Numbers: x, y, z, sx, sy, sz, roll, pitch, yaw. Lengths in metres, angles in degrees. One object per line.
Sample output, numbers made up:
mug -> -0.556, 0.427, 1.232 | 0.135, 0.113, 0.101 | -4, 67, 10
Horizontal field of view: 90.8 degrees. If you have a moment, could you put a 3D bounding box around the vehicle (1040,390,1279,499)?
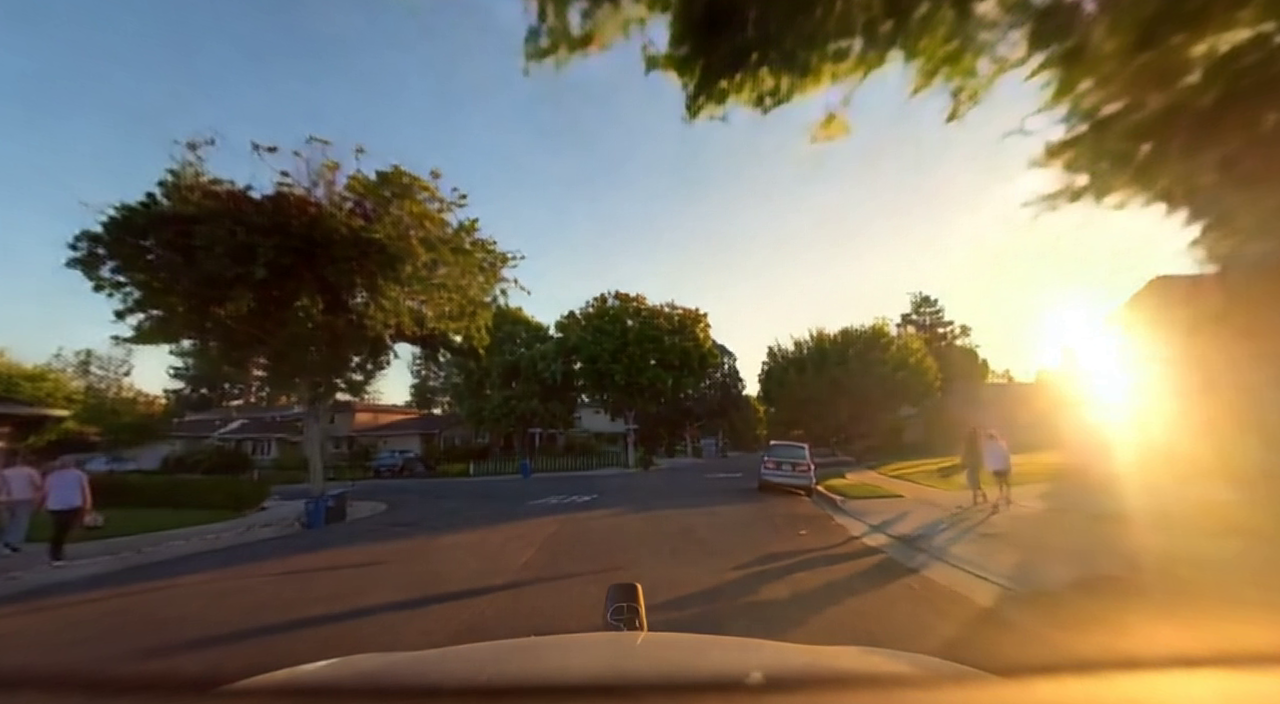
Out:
vehicle -> 11.219, 1.791, 12.669 | 4.780, 1.765, 2.103 | -5, -9, 2

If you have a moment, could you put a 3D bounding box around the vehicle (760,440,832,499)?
vehicle -> 5.152, 3.863, 21.257 | 2.053, 1.737, 4.375 | -2, -9, 11

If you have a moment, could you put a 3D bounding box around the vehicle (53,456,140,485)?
vehicle -> -38.712, 8.419, 45.183 | 2.206, 1.858, 4.918 | 1, -9, -7

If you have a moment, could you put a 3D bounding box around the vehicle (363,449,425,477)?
vehicle -> -16.784, 7.594, 43.427 | 2.021, 1.798, 4.491 | -1, -9, 7
